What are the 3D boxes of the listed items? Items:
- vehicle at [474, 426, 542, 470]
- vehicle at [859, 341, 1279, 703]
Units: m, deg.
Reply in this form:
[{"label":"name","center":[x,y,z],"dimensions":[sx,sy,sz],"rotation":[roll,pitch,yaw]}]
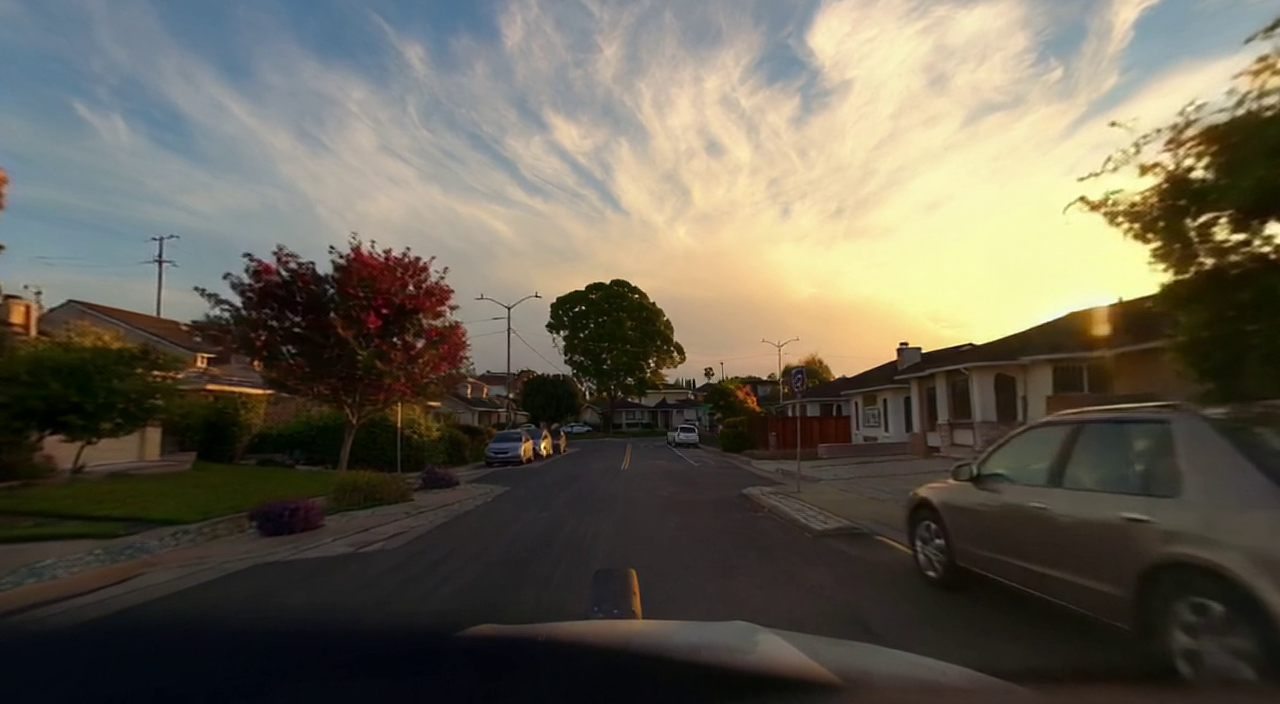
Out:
[{"label":"vehicle","center":[-5.704,4.183,27.705],"dimensions":[2.147,1.780,4.165],"rotation":[0,-8,-1]},{"label":"vehicle","center":[3.287,0.979,3.828],"dimensions":[2.073,1.619,4.574],"rotation":[0,-8,-3]}]
